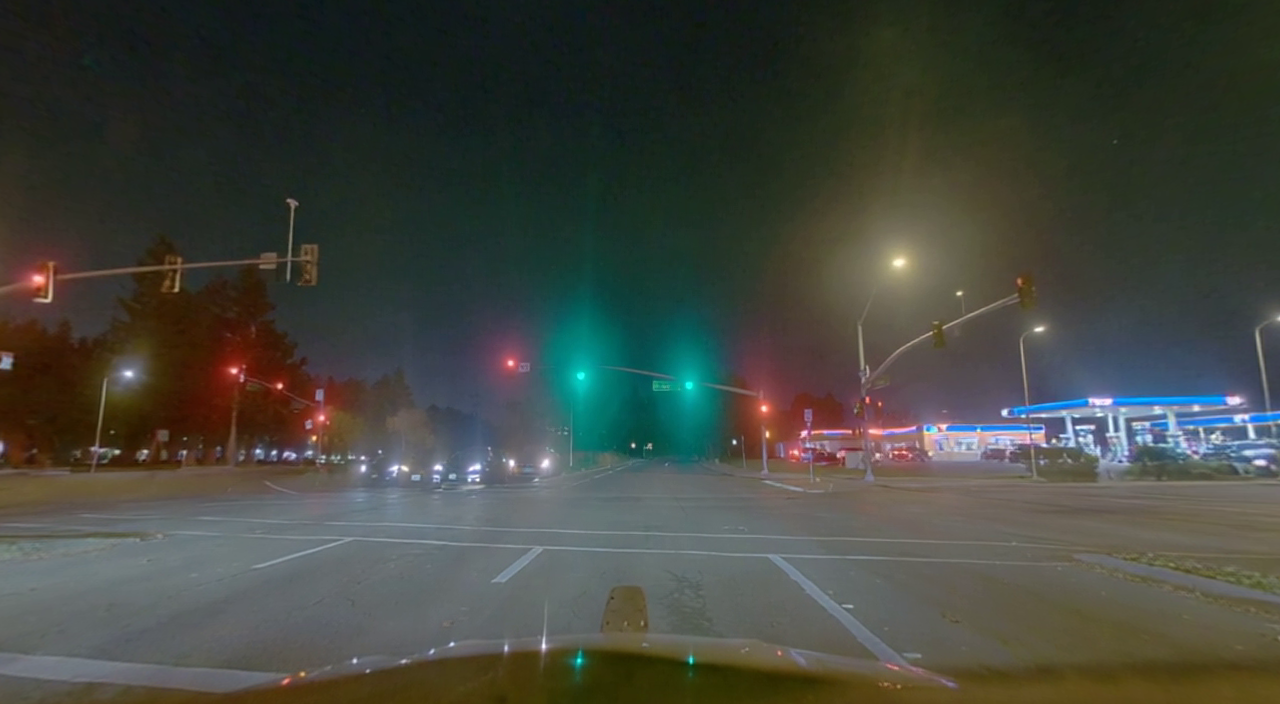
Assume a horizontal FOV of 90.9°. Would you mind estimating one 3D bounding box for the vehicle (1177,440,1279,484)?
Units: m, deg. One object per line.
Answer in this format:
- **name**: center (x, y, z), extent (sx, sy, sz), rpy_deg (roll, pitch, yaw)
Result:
- **vehicle**: center (22.091, 3.783, 21.835), extent (4.716, 1.455, 2.060), rpy_deg (-3, -9, 17)
